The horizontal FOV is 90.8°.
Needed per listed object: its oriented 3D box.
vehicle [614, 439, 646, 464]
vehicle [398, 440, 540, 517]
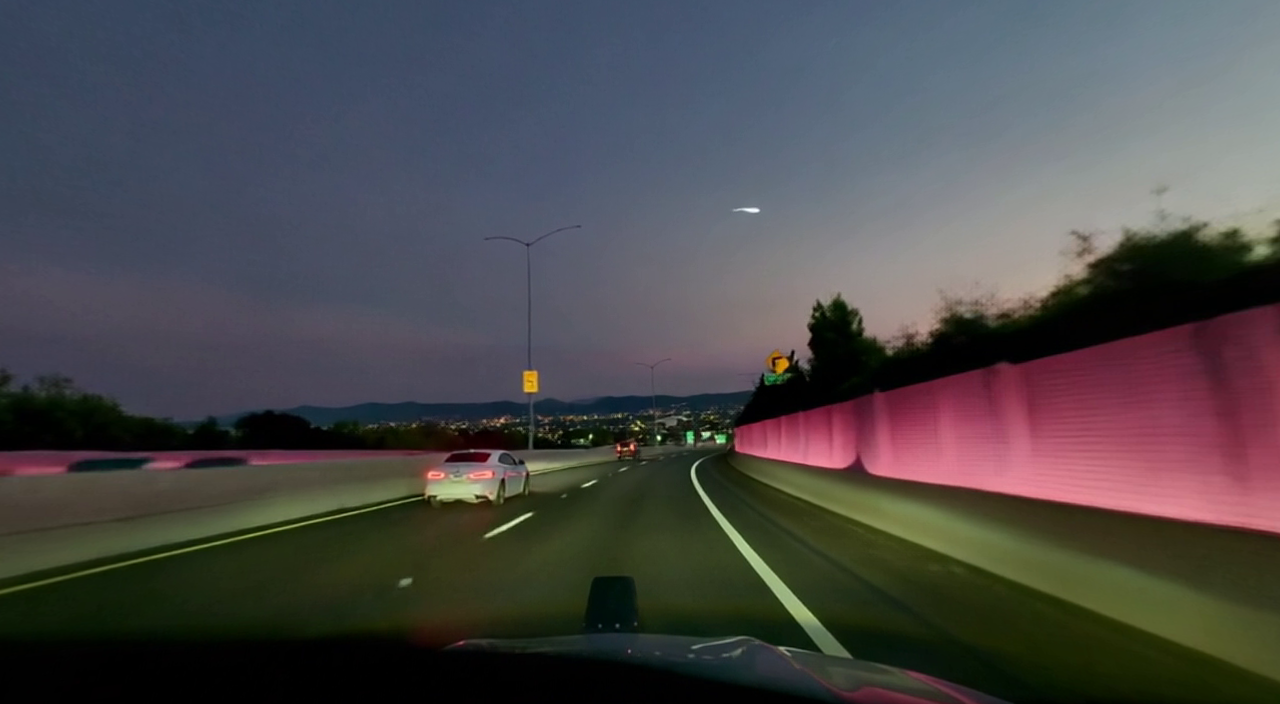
[{"bbox_3d":[-0.681,7.176,45.462,1.833,1.697,3.984,-1,-9,7],"label":"vehicle"},{"bbox_3d":[-3.536,2.702,13.984,1.746,1.405,4.339,-1,-9,3],"label":"vehicle"}]
